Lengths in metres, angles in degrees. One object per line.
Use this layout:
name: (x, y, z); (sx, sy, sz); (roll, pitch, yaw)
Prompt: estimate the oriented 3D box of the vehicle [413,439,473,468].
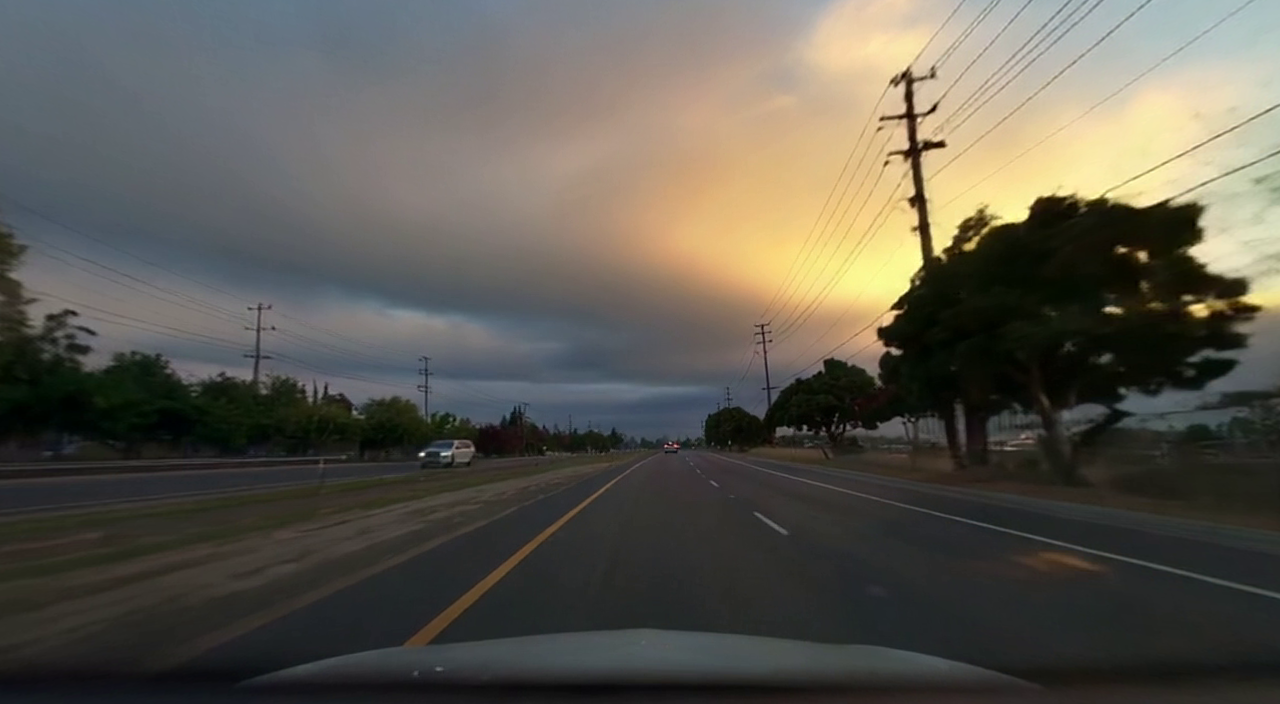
vehicle: (-15.371, 7.923, 49.567); (2.429, 2.067, 6.210); (-1, -9, 3)
